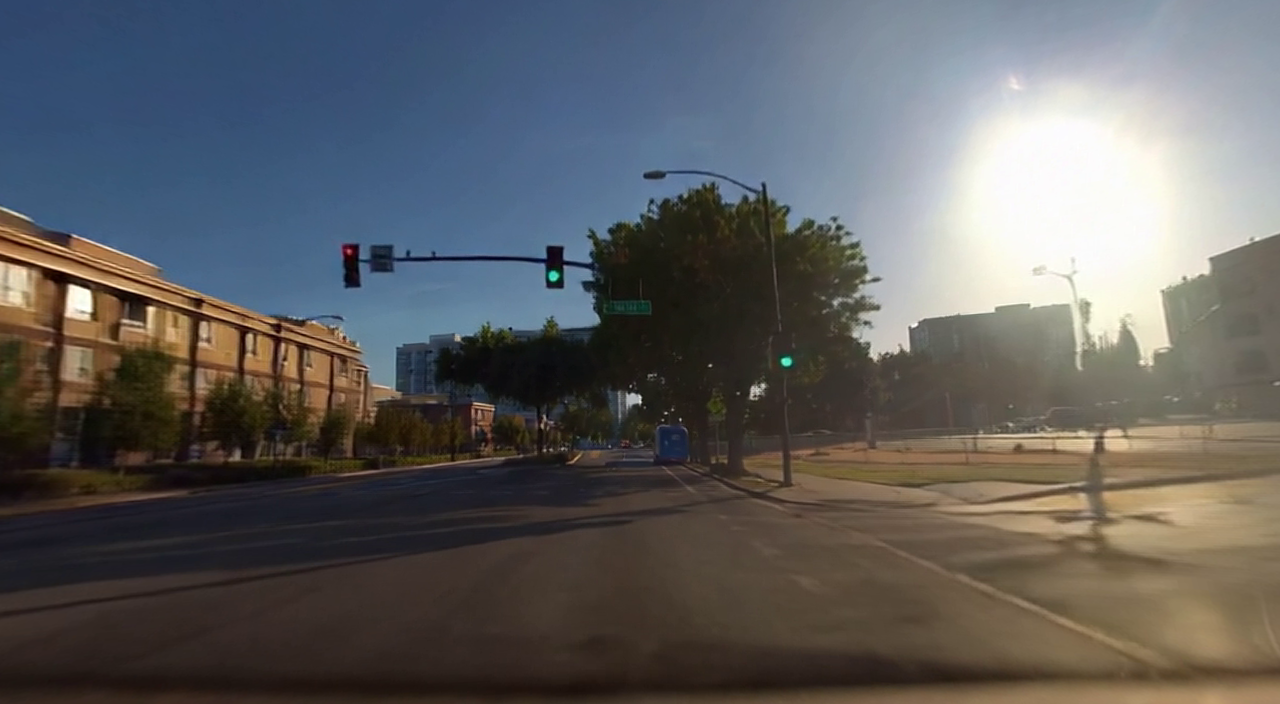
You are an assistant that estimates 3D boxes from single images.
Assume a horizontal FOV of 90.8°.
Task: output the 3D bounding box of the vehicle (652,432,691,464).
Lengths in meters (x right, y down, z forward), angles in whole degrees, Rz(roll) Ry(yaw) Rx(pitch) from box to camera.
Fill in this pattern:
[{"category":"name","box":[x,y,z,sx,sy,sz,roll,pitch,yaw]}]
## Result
[{"category":"vehicle","box":[2.204,7.056,46.386,2.514,2.218,5.013,0,-9,-1]}]
